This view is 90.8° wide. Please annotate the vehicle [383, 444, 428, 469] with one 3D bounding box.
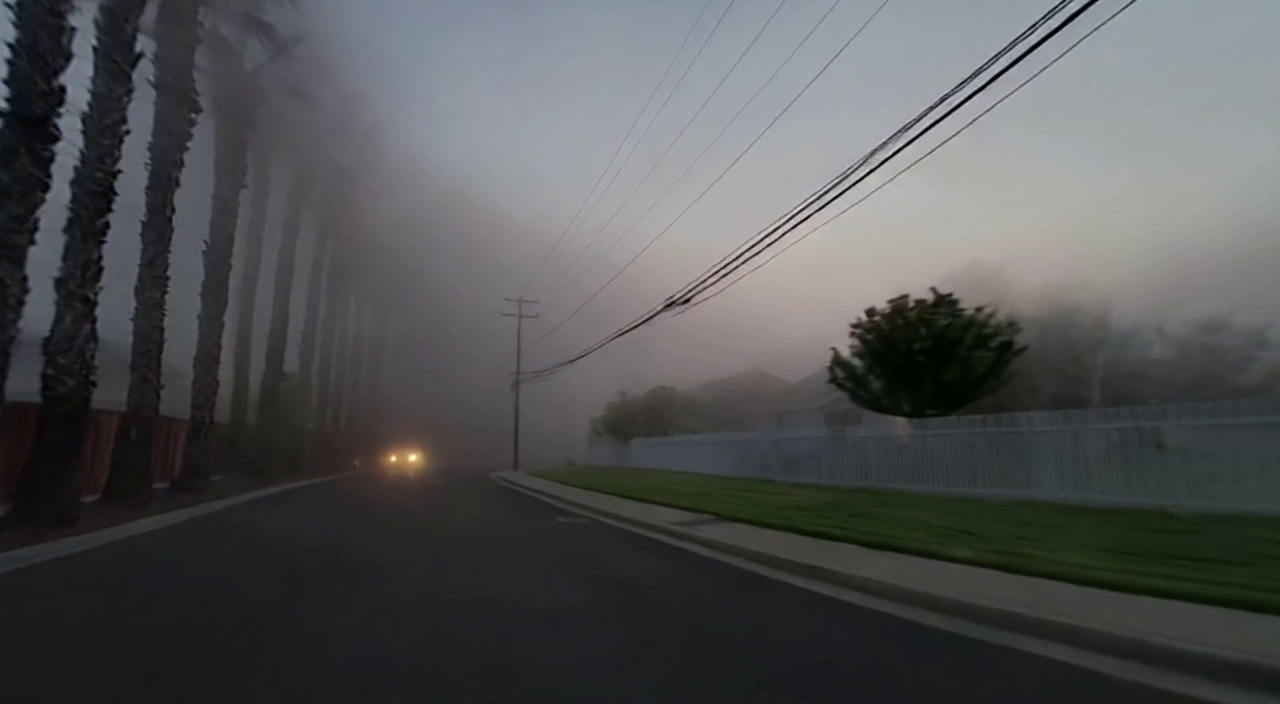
[{"bbox_3d":[-17.498,7.823,47.361,2.208,1.758,4.529,1,-8,-8],"label":"vehicle"}]
